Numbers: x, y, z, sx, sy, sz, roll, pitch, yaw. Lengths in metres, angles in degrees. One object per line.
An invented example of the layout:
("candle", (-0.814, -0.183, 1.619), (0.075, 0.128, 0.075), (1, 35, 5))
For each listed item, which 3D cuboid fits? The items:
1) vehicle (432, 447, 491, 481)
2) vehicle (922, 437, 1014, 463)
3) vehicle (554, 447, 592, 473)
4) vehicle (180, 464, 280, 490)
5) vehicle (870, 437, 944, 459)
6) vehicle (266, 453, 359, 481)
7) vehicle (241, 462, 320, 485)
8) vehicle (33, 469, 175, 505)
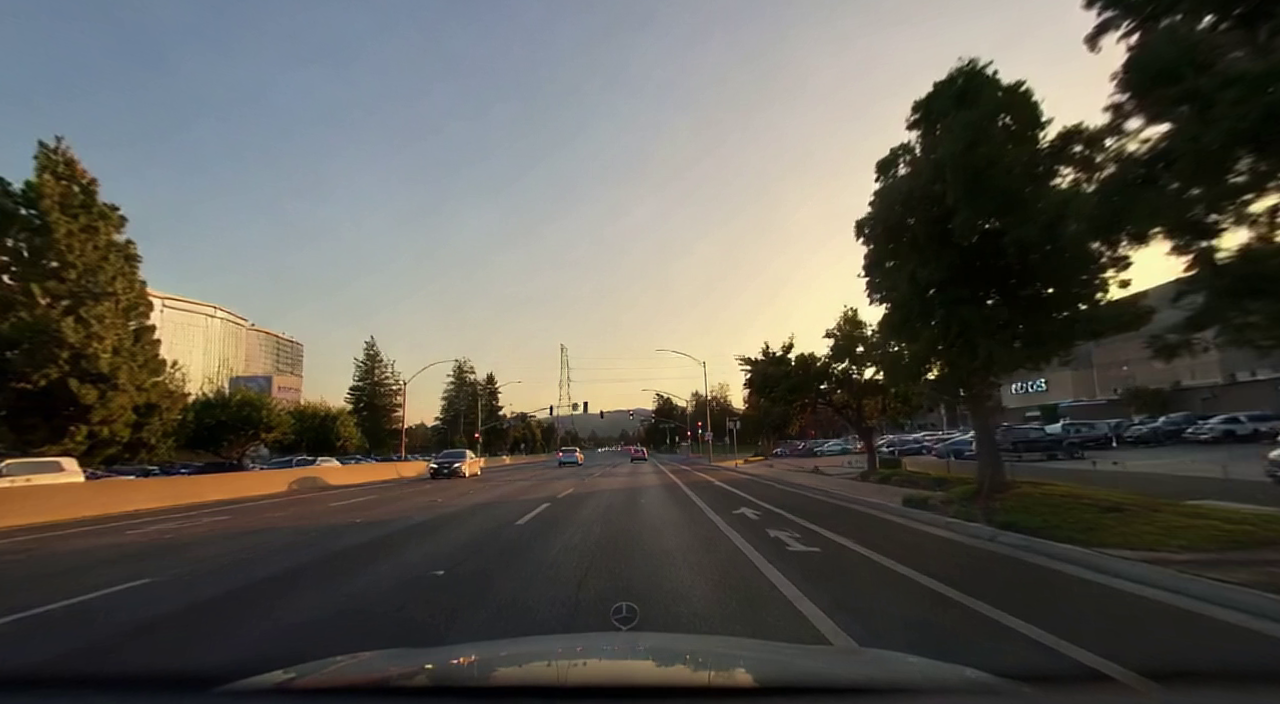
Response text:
("vehicle", (-9.855, 6.171, 35.231), (1.971, 1.744, 4.399), (-1, -9, 1))
("vehicle", (19.750, 5.903, 38.161), (4.505, 1.481, 1.870), (0, -9, 0))
("vehicle", (-3.933, 6.360, 37.507), (1.928, 1.451, 4.219), (0, -9, -2))
("vehicle", (-25.299, 7.702, 39.071), (4.756, 1.501, 2.023), (0, -9, 1))
("vehicle", (19.136, 6.905, 45.384), (4.481, 1.482, 1.814), (0, -9, -2))
("vehicle", (-25.052, 8.809, 48.514), (5.763, 1.982, 2.425), (-1, -9, 1))
("vehicle", (-25.015, 8.467, 44.066), (4.217, 1.466, 1.999), (0, -9, 0))
("vehicle", (-24.726, 6.235, 29.279), (4.718, 1.458, 2.054), (0, -9, 0))
